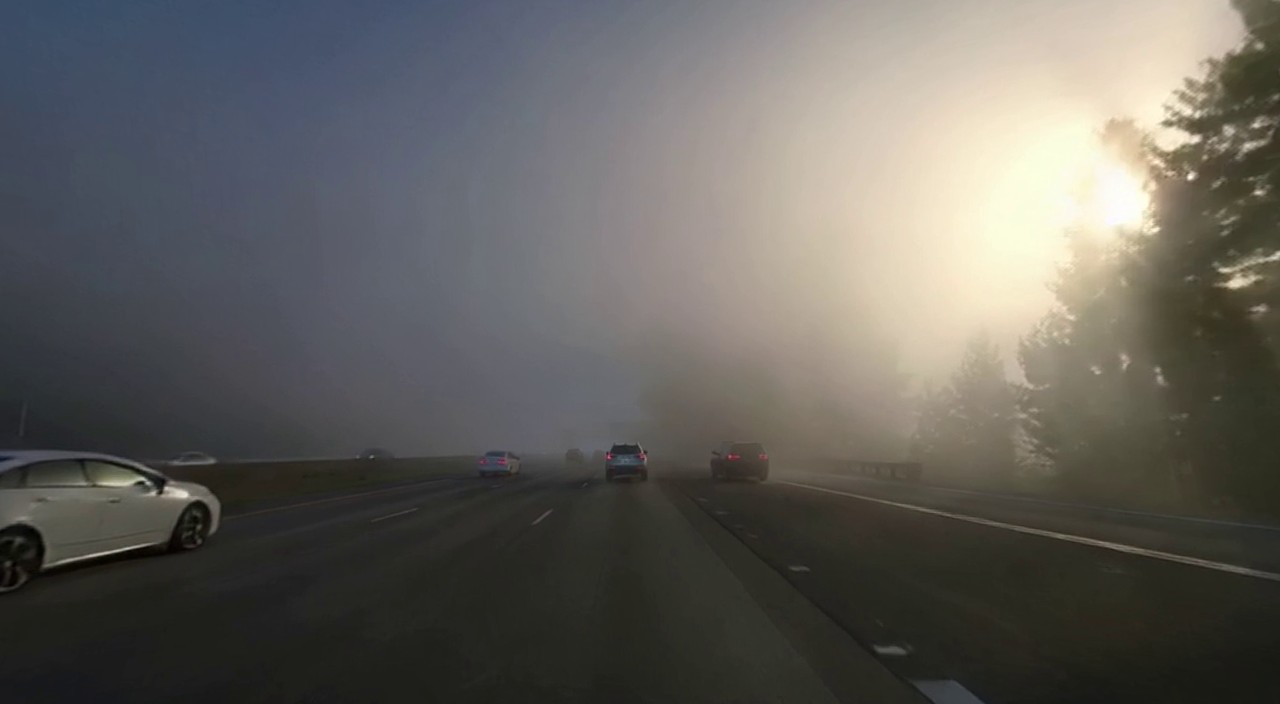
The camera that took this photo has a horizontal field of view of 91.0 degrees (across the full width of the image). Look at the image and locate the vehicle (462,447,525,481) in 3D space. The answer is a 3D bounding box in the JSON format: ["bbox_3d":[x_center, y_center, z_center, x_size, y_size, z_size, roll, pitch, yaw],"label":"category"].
[{"bbox_3d":[-7.054,5.408,30.736,1.892,1.468,4.792,0,-9,0],"label":"vehicle"}]

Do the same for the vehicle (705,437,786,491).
[{"bbox_3d":[3.583,3.889,22.226,1.925,1.716,4.378,0,-9,-2],"label":"vehicle"}]

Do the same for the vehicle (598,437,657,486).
[{"bbox_3d":[-0.477,4.298,25.110,2.127,1.749,4.776,0,-9,0],"label":"vehicle"}]

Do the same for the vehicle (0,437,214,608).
[{"bbox_3d":[-6.662,1.578,5.981,1.918,1.509,4.736,0,-9,0],"label":"vehicle"}]
